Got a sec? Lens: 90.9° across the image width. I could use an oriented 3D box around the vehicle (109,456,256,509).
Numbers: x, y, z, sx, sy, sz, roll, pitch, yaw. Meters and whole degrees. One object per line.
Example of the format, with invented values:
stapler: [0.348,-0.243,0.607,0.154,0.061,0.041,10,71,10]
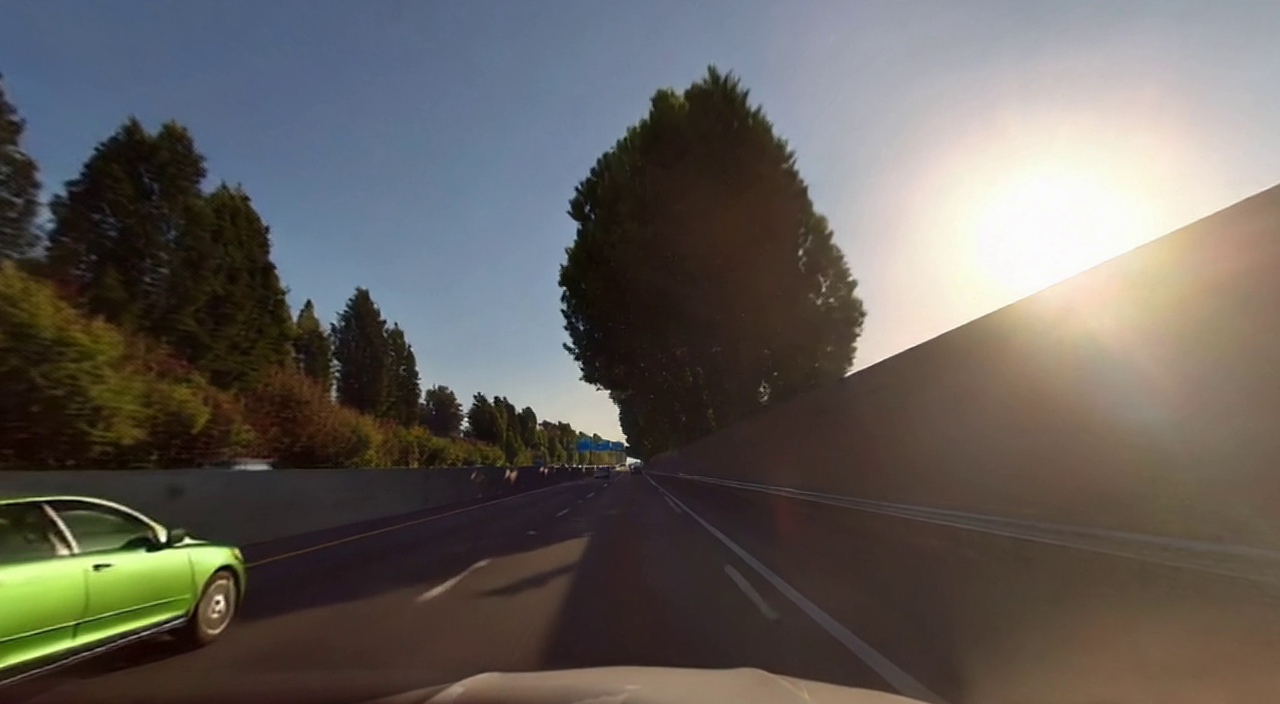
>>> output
vehicle: [-16.181,4.628,22.636,1.903,1.670,4.377,0,-10,0]
